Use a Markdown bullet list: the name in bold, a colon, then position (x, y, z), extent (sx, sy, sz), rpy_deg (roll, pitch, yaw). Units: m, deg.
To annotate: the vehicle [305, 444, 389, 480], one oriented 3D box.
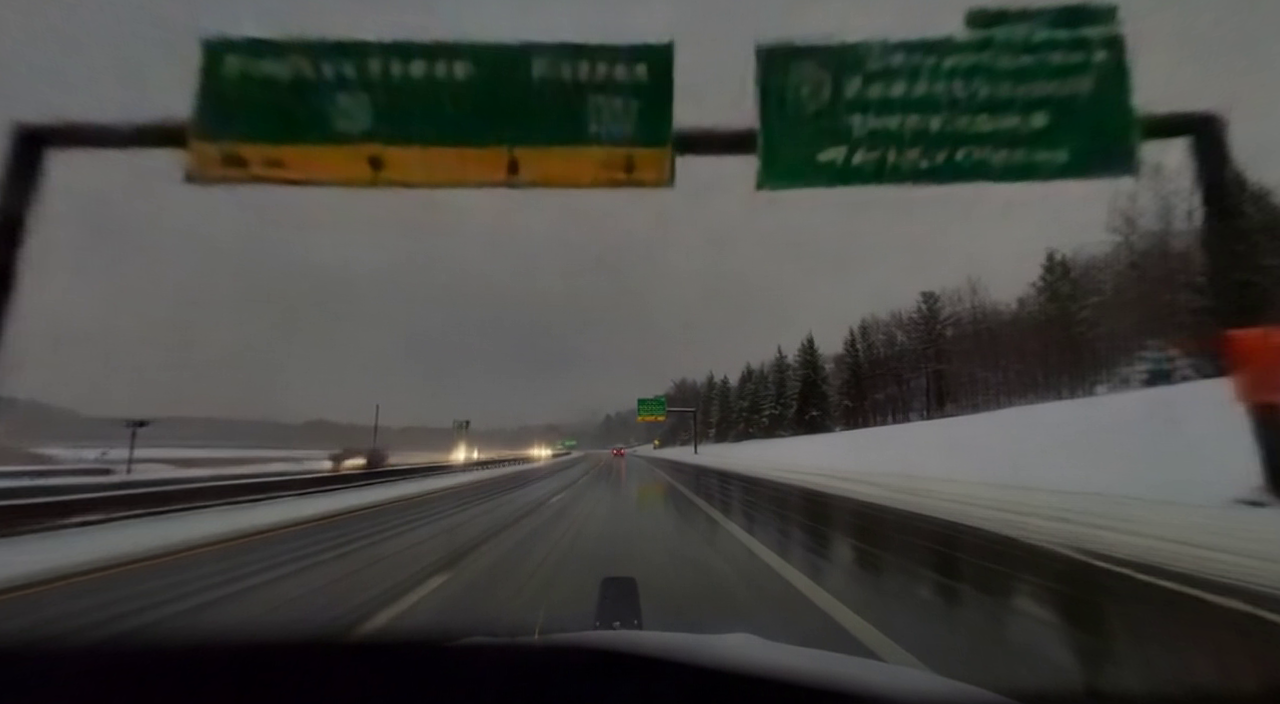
- **vehicle**: position (-13.367, 5.039, 28.876), extent (1.812, 1.492, 4.184), rpy_deg (0, -9, 0)
